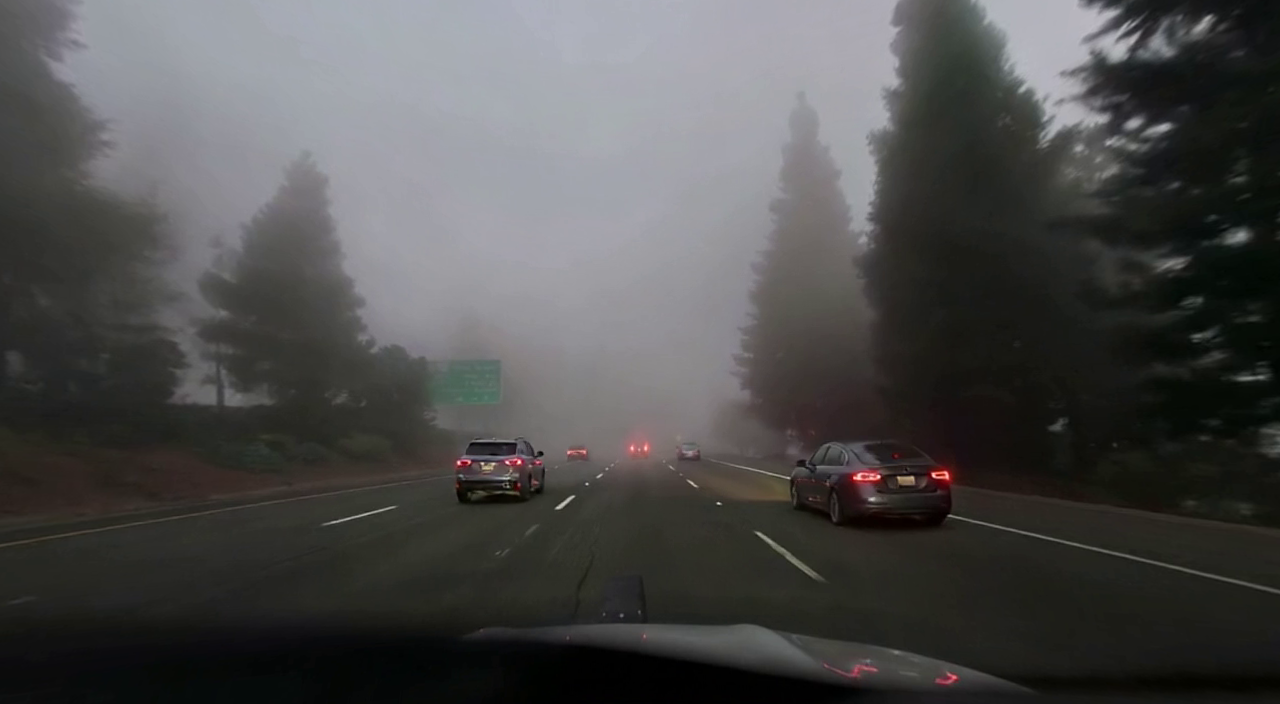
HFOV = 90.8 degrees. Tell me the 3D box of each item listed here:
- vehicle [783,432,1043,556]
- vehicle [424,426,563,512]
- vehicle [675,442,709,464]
[{"bbox_3d":[3.717,2.002,9.660,1.947,1.437,4.345,0,-9,-1],"label":"vehicle"},{"bbox_3d":[-3.294,2.746,15.269,2.244,1.755,4.417,0,-9,1],"label":"vehicle"},{"bbox_3d":[3.633,7.111,44.680,2.021,1.447,3.985,0,-9,-1],"label":"vehicle"}]
